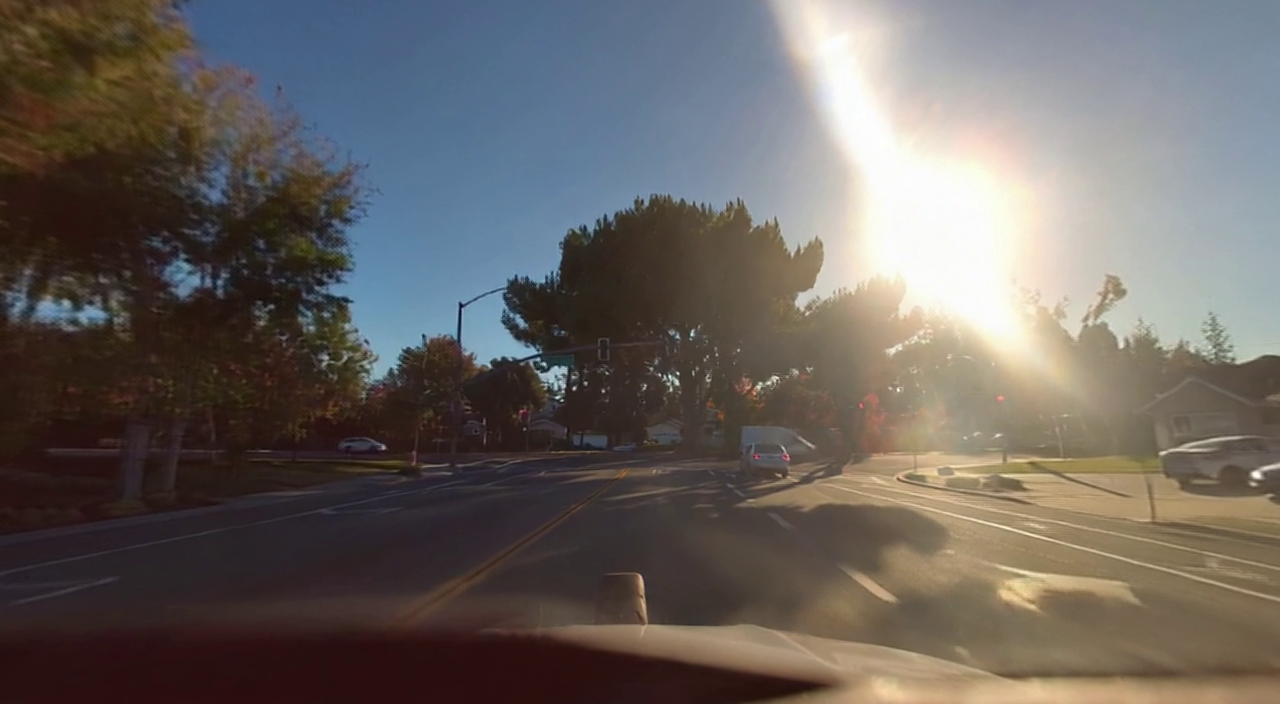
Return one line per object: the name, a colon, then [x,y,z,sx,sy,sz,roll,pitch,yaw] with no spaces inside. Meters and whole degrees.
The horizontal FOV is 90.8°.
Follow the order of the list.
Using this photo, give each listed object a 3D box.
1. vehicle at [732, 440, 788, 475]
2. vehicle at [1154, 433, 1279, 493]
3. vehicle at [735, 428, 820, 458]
vehicle: [5.575,4.949,29.823,1.947,1.485,4.336,-1,-8,2]
vehicle: [17.985,3.154,18.092,4.702,1.595,1.986,0,-8,1]
vehicle: [10.033,6.704,46.521,5.869,2.098,2.206,-1,-9,6]
